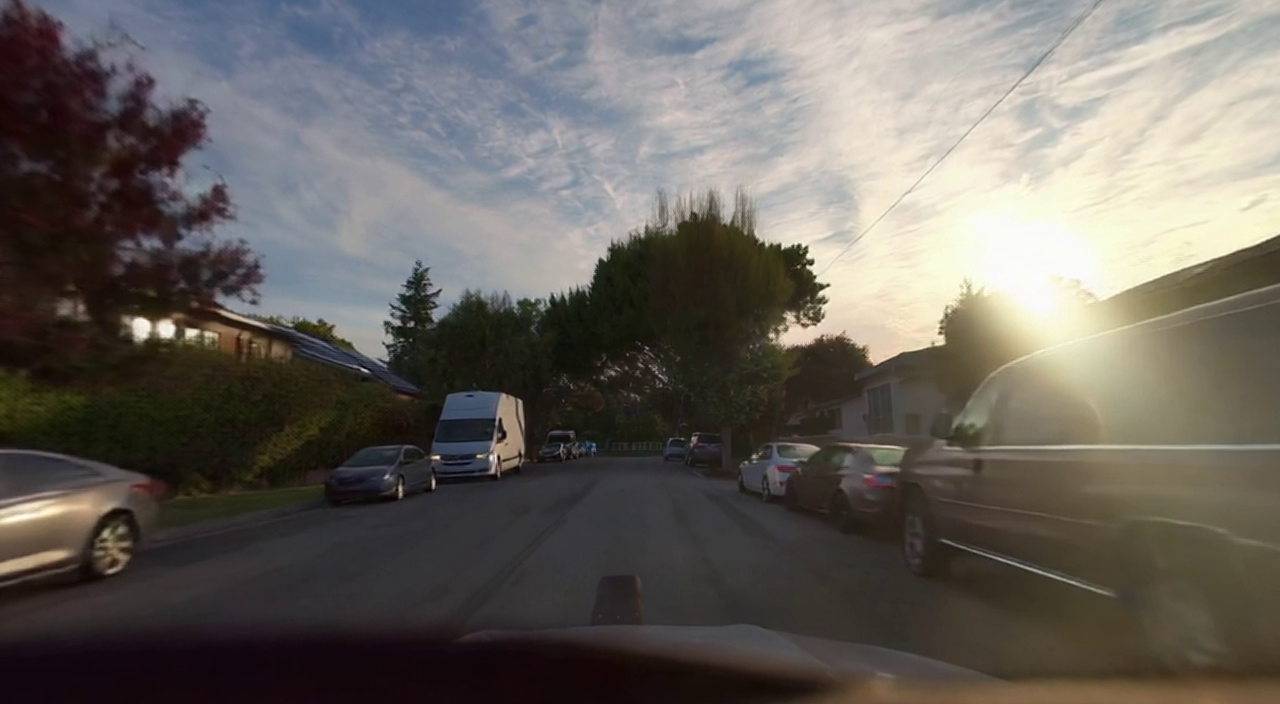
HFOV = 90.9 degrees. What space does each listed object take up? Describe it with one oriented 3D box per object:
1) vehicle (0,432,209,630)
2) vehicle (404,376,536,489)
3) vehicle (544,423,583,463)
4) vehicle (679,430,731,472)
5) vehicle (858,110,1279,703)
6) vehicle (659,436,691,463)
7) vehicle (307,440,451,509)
[{"bbox_3d":[-6.028,1.470,5.174,1.818,1.563,4.483,-1,-9,0],"label":"vehicle"},{"bbox_3d":[-6.143,3.121,24.349,2.896,3.648,8.004,0,-8,-1],"label":"vehicle"},{"bbox_3d":[-5.747,6.899,47.718,2.408,2.782,3.837,-3,-8,1],"label":"vehicle"},{"bbox_3d":[3.090,4.795,30.896,1.965,1.855,4.677,0,-8,-1],"label":"vehicle"},{"bbox_3d":[3.398,0.636,4.123,2.215,2.542,4.550,-2,-7,0],"label":"vehicle"},{"bbox_3d":[2.492,7.041,45.724,1.918,1.815,4.400,0,-8,-1],"label":"vehicle"},{"bbox_3d":[-6.261,2.934,15.686,1.921,1.470,4.068,0,-8,-1],"label":"vehicle"}]
